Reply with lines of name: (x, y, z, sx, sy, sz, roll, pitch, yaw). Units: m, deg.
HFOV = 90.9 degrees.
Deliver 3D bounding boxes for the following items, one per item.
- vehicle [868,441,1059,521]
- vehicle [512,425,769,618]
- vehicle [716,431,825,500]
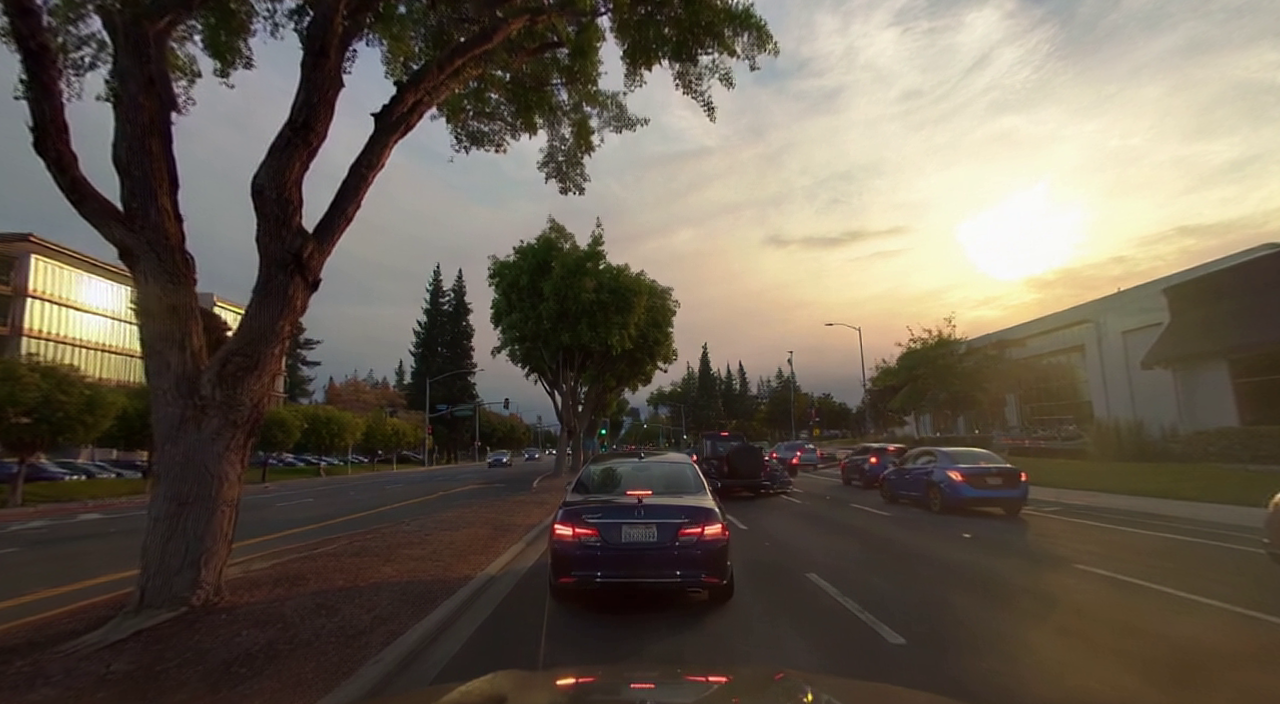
vehicle: (6.872, 2.751, 14.063, 1.911, 1.468, 4.417, 0, -8, 0)
vehicle: (-0.024, 1.626, 7.105, 1.977, 1.465, 4.376, 0, -8, -1)
vehicle: (3.610, 3.221, 18.391, 2.114, 1.736, 4.553, 0, -8, -1)
